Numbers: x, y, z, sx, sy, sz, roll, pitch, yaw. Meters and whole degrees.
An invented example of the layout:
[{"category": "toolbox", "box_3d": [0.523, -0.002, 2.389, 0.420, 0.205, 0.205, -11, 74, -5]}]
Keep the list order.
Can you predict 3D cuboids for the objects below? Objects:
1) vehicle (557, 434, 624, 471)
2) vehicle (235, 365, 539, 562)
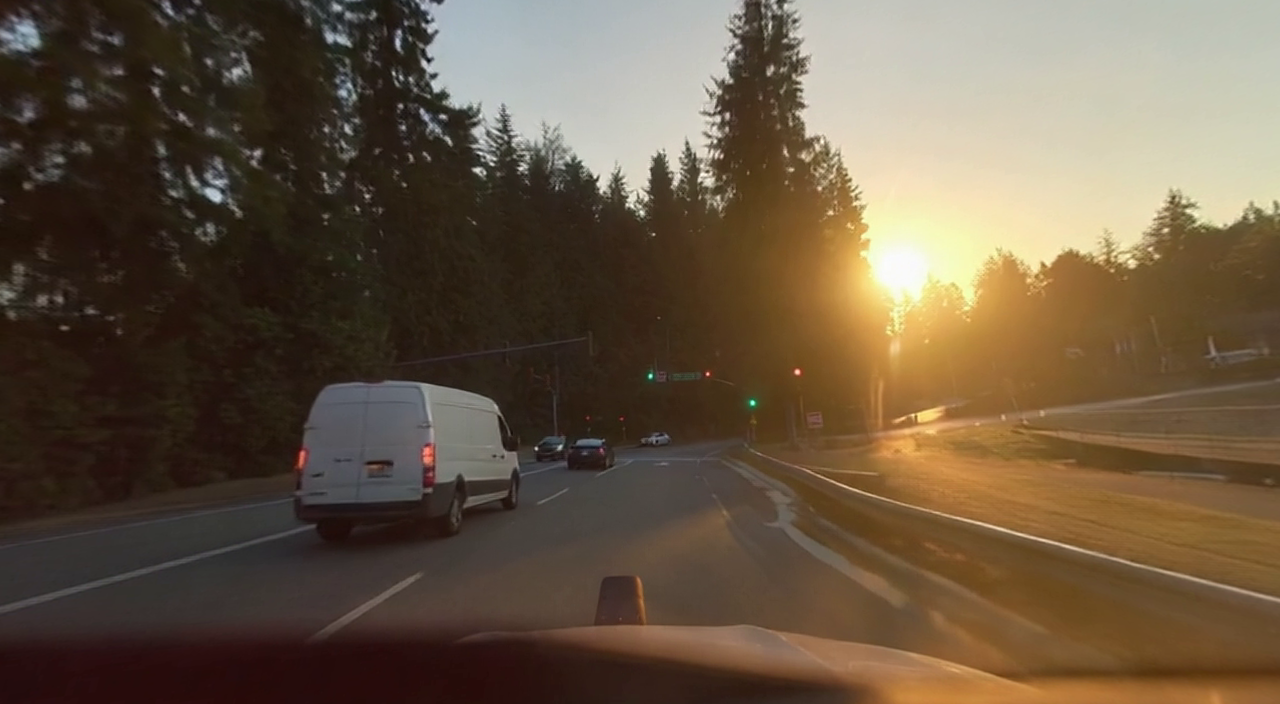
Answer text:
[{"category": "vehicle", "box_3d": [-2.093, 4.483, 28.264, 2.088, 1.484, 4.572, -1, -9, 7]}, {"category": "vehicle", "box_3d": [-3.235, 1.609, 9.683, 2.362, 2.185, 5.212, 0, -8, 2]}]
